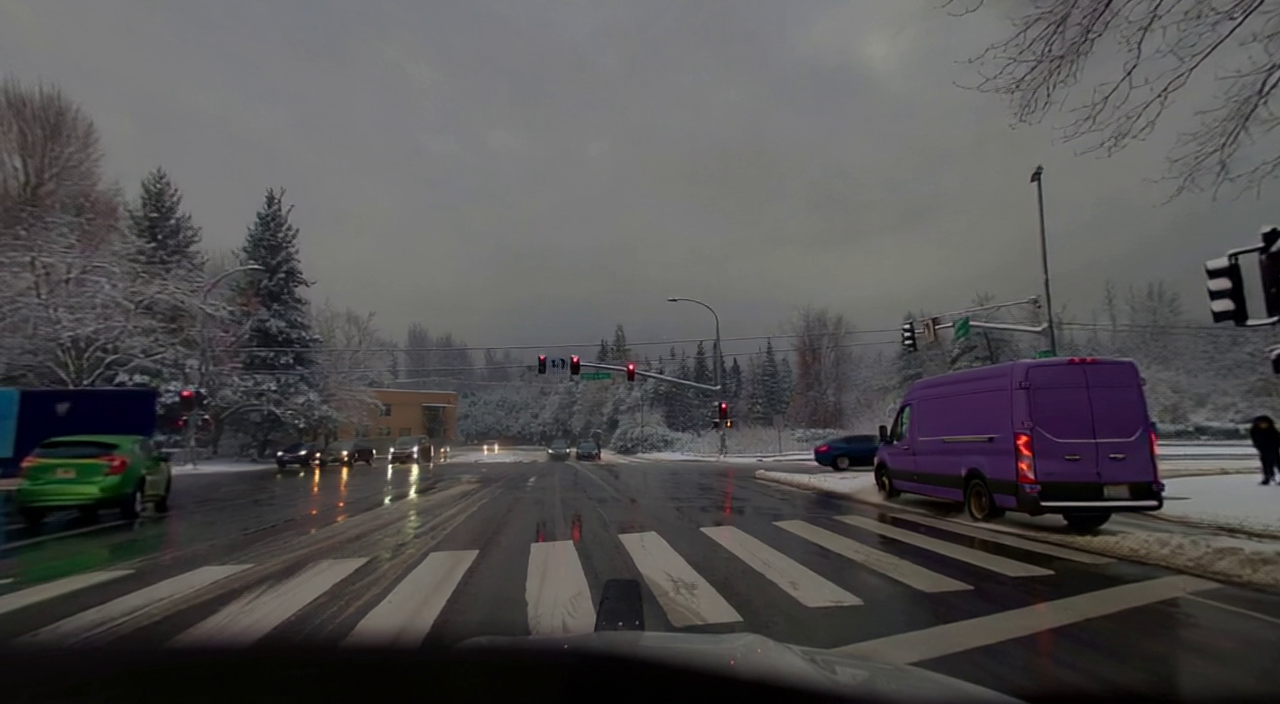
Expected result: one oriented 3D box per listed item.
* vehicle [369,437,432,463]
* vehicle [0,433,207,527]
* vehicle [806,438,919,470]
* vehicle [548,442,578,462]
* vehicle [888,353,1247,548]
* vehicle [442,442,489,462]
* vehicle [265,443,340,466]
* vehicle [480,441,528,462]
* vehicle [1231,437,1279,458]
[{"bbox_3d":[-17.345,7.155,46.016,2.189,1.753,4.785,-1,-9,8],"label":"vehicle"},{"bbox_3d":[-10.393,2.407,12.494,1.993,1.496,4.524,3,-9,-22],"label":"vehicle"},{"bbox_3d":[10.956,5.059,31.451,4.846,1.487,2.086,-1,-9,4],"label":"vehicle"},{"bbox_3d":[-5.777,7.554,47.934,1.907,1.409,3.909,0,-9,-2],"label":"vehicle"},{"bbox_3d":[6.556,1.650,10.872,2.332,2.511,5.326,0,-9,0],"label":"vehicle"},{"bbox_3d":[-13.145,7.591,47.860,1.845,1.426,4.289,-1,-9,8],"label":"vehicle"},{"bbox_3d":[-21.803,6.647,41.019,1.859,1.415,4.591,-1,-9,8],"label":"vehicle"},{"bbox_3d":[-10.109,7.469,47.410,2.097,1.484,4.596,-1,-9,7],"label":"vehicle"},{"bbox_3d":[45.922,7.036,46.610,4.458,1.469,1.851,4,-10,-27],"label":"vehicle"}]
